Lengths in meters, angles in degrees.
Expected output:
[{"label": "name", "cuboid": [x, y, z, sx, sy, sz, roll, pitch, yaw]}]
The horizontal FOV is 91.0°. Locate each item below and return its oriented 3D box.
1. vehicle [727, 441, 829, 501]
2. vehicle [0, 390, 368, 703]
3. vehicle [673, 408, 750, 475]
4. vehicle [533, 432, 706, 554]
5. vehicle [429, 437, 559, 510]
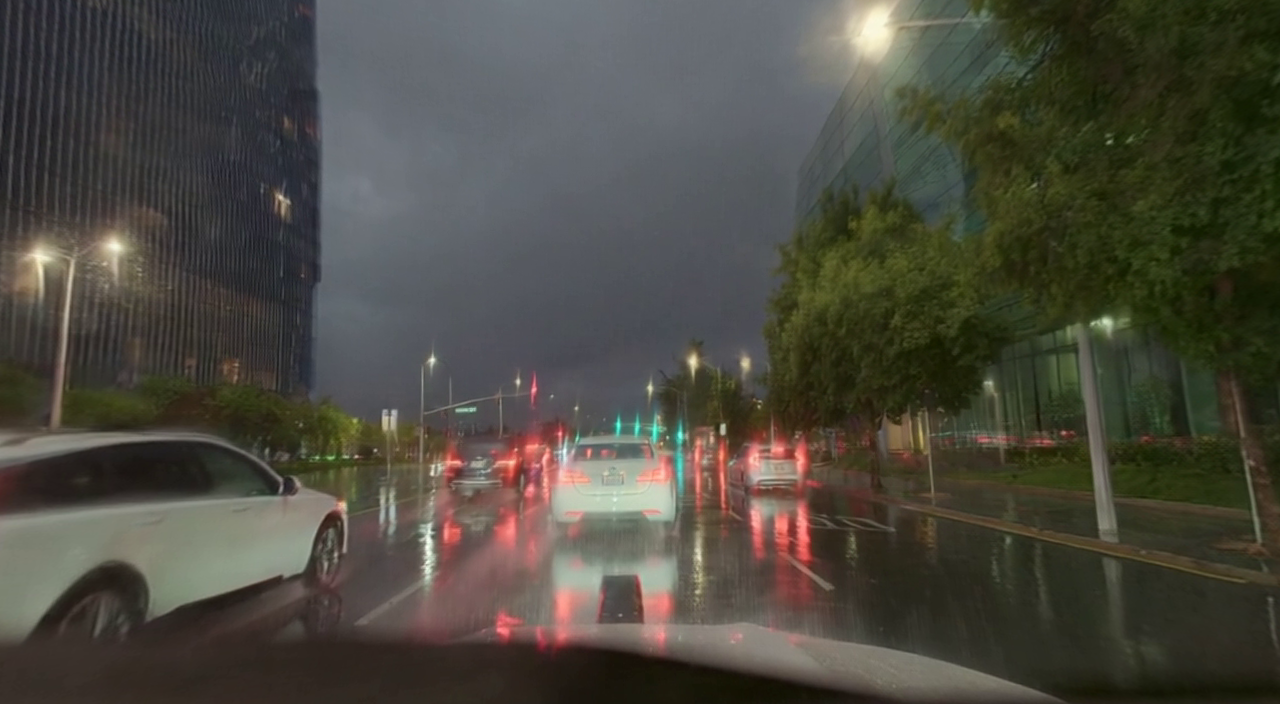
[{"label": "vehicle", "cuboid": [3.842, 3.390, 18.349, 1.940, 1.514, 4.187, 0, -9, -1]}, {"label": "vehicle", "cuboid": [-3.576, 1.133, 3.948, 1.933, 1.520, 4.195, 0, -9, -1]}, {"label": "vehicle", "cuboid": [3.901, 5.428, 37.941, 3.074, 3.316, 12.953, 0, -9, 0]}, {"label": "vehicle", "cuboid": [-0.216, 2.094, 10.135, 2.174, 1.509, 4.374, 0, -9, 1]}, {"label": "vehicle", "cuboid": [-3.353, 2.886, 15.486, 2.044, 1.508, 4.479, 0, -9, 1]}]
